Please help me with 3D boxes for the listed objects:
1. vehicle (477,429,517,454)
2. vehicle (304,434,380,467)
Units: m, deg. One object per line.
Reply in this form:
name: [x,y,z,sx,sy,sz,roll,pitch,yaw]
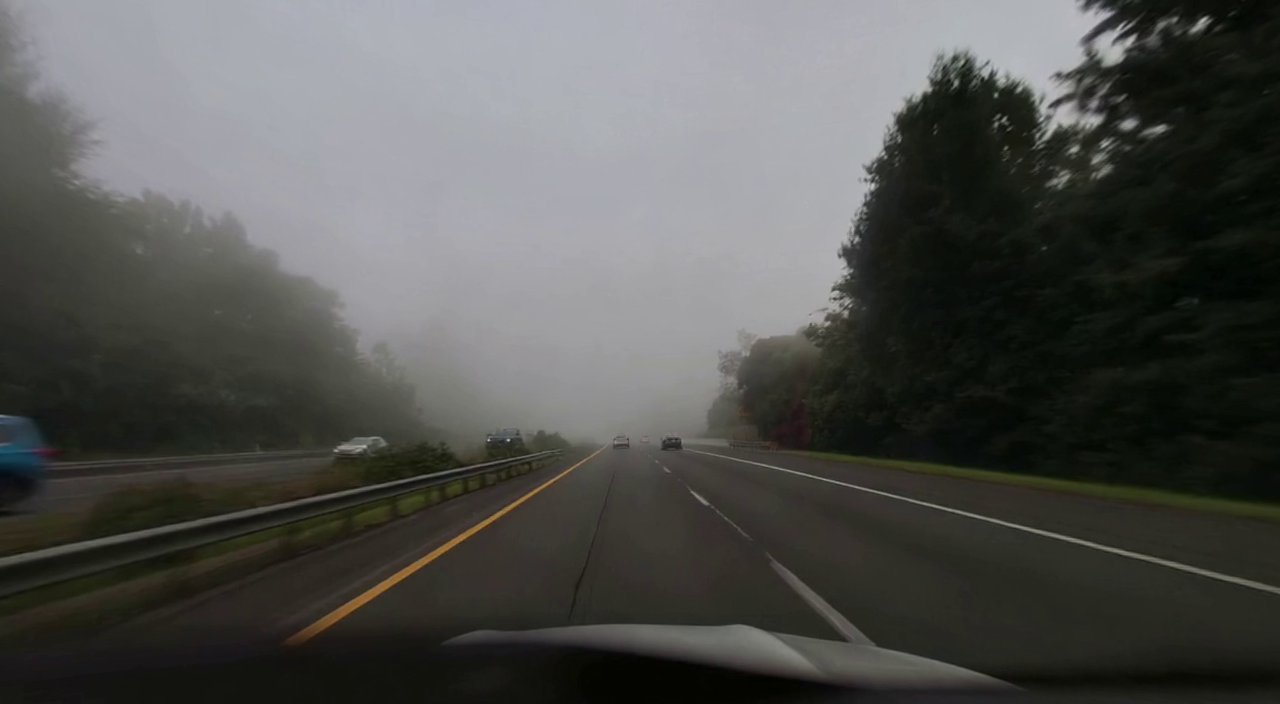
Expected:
vehicle: [-10.210,6.399,45.227,1.997,1.729,4.143,0,-8,-1]
vehicle: [-14.607,4.820,31.190,1.836,1.477,4.096,0,-8,-1]
